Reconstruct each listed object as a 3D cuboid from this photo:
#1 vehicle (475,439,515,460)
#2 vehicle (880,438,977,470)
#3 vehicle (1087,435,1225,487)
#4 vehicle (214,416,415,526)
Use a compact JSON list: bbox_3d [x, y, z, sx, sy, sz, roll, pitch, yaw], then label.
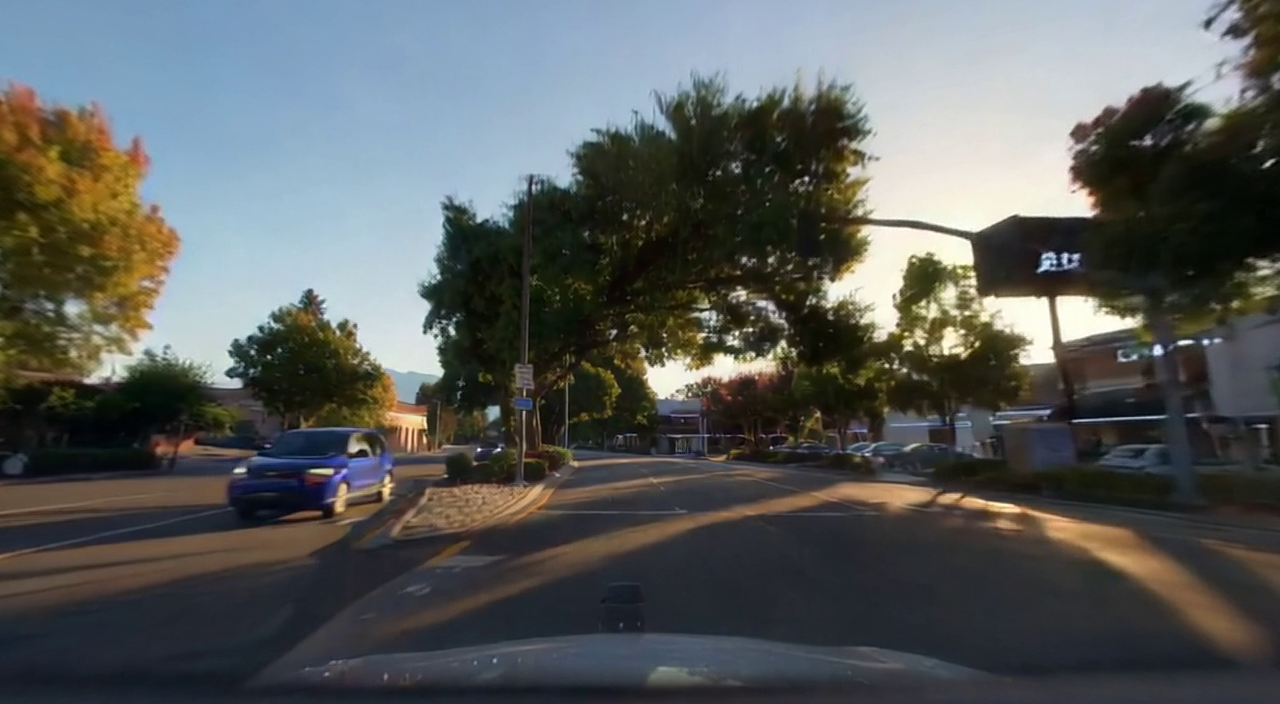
[{"bbox_3d":[-10.851,7.340,47.629,2.094,1.485,4.446,1,-8,-2],"label":"vehicle"},{"bbox_3d":[16.473,5.850,36.221,4.481,1.685,2.195,2,-9,-5],"label":"vehicle"},{"bbox_3d":[20.394,4.236,24.911,5.672,1.821,2.180,5,-9,-30],"label":"vehicle"},{"bbox_3d":[-6.009,2.224,12.434,2.057,1.709,4.590,2,-8,-9],"label":"vehicle"}]
